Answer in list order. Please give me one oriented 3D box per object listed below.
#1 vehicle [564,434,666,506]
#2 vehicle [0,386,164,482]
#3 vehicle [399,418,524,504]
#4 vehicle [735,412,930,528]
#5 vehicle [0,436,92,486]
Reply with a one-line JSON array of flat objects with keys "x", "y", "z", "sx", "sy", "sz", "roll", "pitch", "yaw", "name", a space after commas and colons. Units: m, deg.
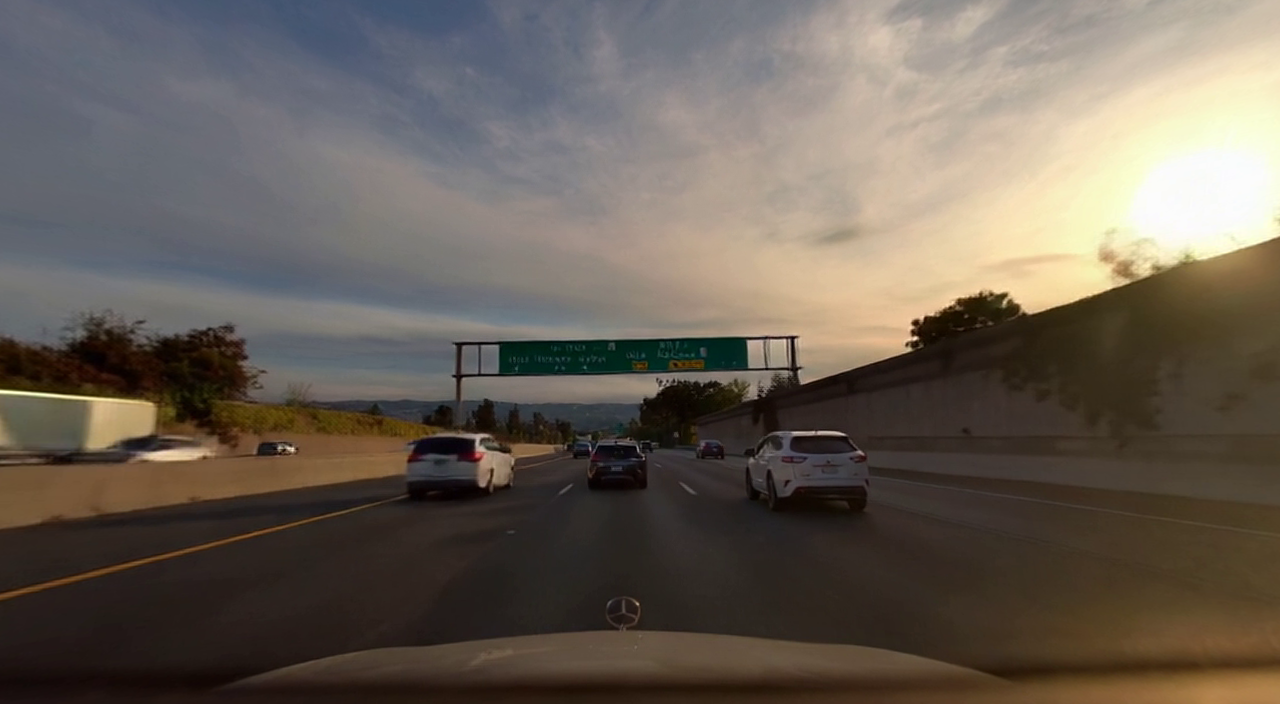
[{"x": -0.577, "y": 2.732, "z": 15.084, "sx": 2.098, "sy": 1.475, "sz": 3.997, "roll": 0, "pitch": -8, "yaw": -2, "name": "vehicle"}, {"x": -26.744, "y": 3.541, "z": 26.929, "sx": 2.809, "sy": 3.756, "sz": 13.707, "roll": 0, "pitch": -8, "yaw": -3, "name": "vehicle"}, {"x": -4.536, "y": 2.842, "z": 16.925, "sx": 1.983, "sy": 1.948, "sz": 4.822, "roll": 0, "pitch": -8, "yaw": -1, "name": "vehicle"}, {"x": 3.396, "y": 2.203, "z": 12.357, "sx": 2.162, "sy": 1.800, "sz": 4.693, "roll": 0, "pitch": -8, "yaw": -2, "name": "vehicle"}, {"x": -22.031, "y": 3.799, "z": 22.211, "sx": 1.839, "sy": 1.607, "sz": 4.151, "roll": 0, "pitch": -8, "yaw": -2, "name": "vehicle"}]
